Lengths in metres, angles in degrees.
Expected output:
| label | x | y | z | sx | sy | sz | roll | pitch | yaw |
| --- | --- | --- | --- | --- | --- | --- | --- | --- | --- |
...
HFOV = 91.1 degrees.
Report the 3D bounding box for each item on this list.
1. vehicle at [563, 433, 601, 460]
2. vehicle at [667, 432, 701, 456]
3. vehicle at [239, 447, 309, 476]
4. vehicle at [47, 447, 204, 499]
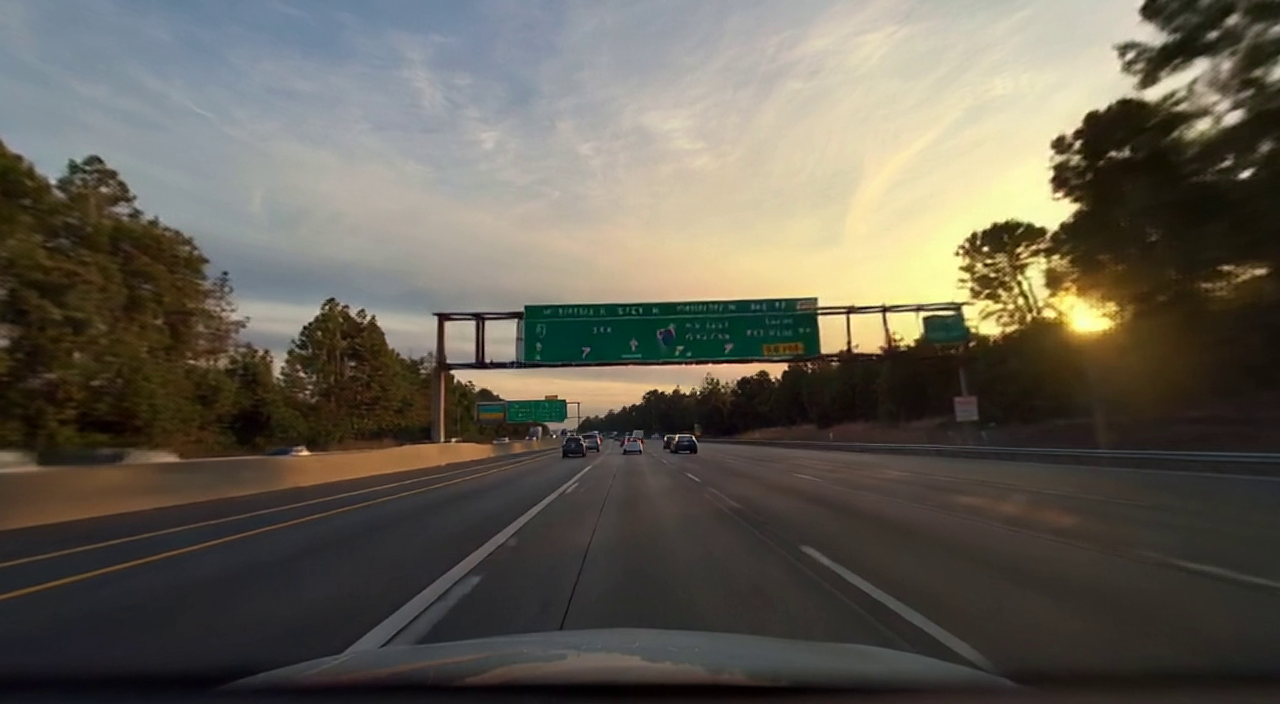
| label | x | y | z | sx | sy | sz | roll | pitch | yaw |
| --- | --- | --- | --- | --- | --- | --- | --- | --- | --- |
| vehicle | -3.558 | 5.878 | 39.299 | 2.119 | 1.629 | 3.946 | 0 | -8 | -2 |
| vehicle | 3.142 | 6.682 | 45.739 | 2.066 | 1.673 | 4.225 | 0 | -8 | -2 |
| vehicle | -22.014 | 6.573 | 37.998 | 1.814 | 1.516 | 4.103 | 0 | -8 | 0 |
| vehicle | -17.288 | 4.039 | 21.448 | 1.854 | 1.500 | 4.150 | 0 | -8 | -1 |
